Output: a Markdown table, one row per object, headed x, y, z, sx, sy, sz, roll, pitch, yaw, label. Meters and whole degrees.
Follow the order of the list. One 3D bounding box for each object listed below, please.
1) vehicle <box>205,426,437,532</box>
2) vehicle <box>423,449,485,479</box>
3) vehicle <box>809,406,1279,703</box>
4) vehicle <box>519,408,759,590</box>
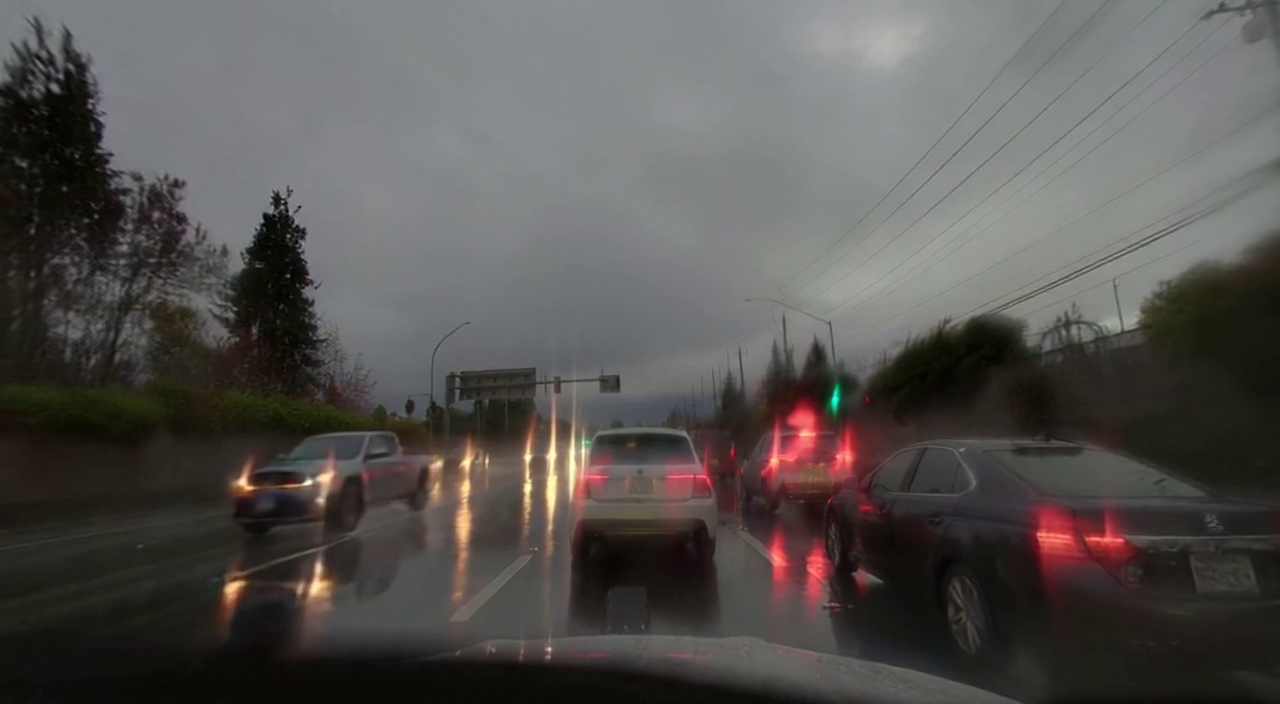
| x | y | z | sx | sy | sz | roll | pitch | yaw | label |
| --- | --- | --- | --- | --- | --- | --- | --- | --- | --- |
| -6.147 | 2.495 | 13.022 | 2.253 | 1.751 | 4.700 | 0 | -8 | 1 | vehicle |
| -9.709 | 5.871 | 33.286 | 1.921 | 1.471 | 4.137 | 0 | -8 | 1 | vehicle |
| 2.900 | 1.306 | 4.985 | 1.950 | 1.487 | 4.275 | 0 | -8 | 0 | vehicle |
| 0.008 | 1.663 | 7.924 | 2.200 | 1.653 | 4.127 | 0 | -8 | 1 | vehicle |
